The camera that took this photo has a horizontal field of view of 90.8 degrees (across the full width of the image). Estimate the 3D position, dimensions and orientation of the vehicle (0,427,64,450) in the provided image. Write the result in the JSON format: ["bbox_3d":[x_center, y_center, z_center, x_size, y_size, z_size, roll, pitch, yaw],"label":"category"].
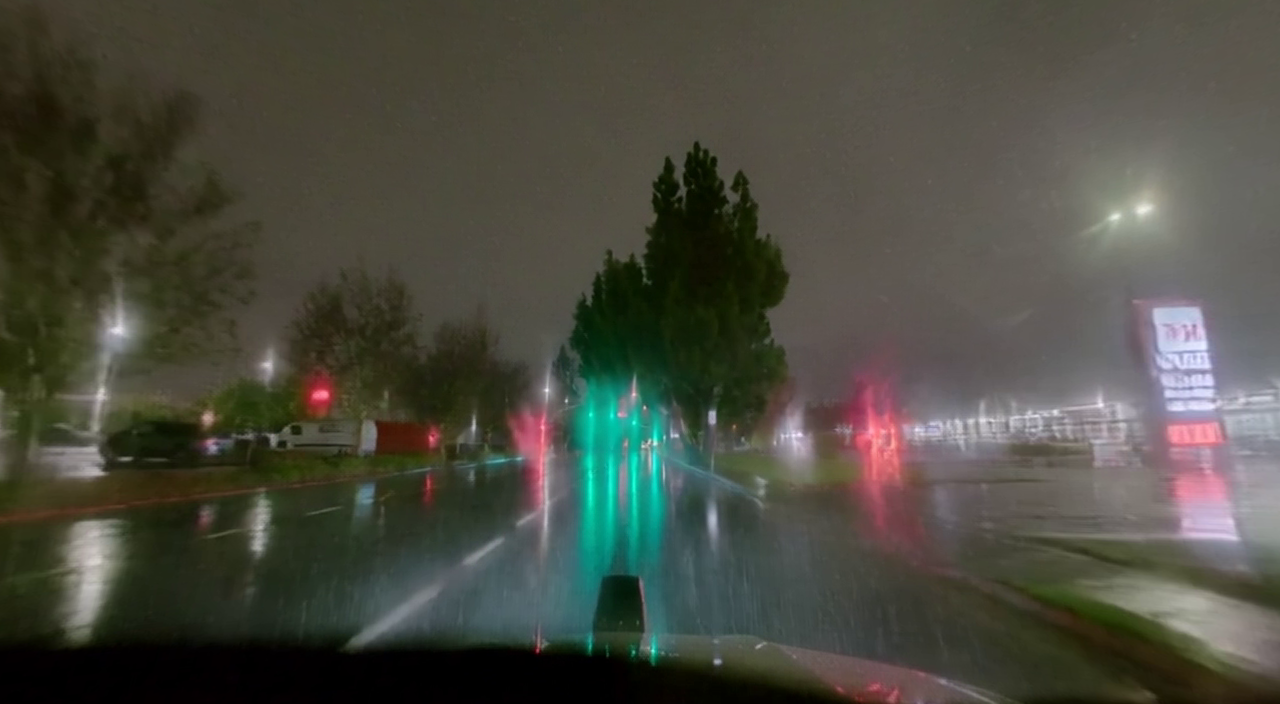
[{"bbox_3d":[-46.373,6.503,47.504,4.146,1.644,1.716,5,-10,-33],"label":"vehicle"}]

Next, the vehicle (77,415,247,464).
[{"bbox_3d":[-19.409,3.602,25.877,5.109,1.891,2.206,0,-8,-1],"label":"vehicle"}]

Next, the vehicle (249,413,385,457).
[{"bbox_3d":[-19.776,5.135,38.977,6.919,2.613,2.356,1,-8,-5],"label":"vehicle"}]
